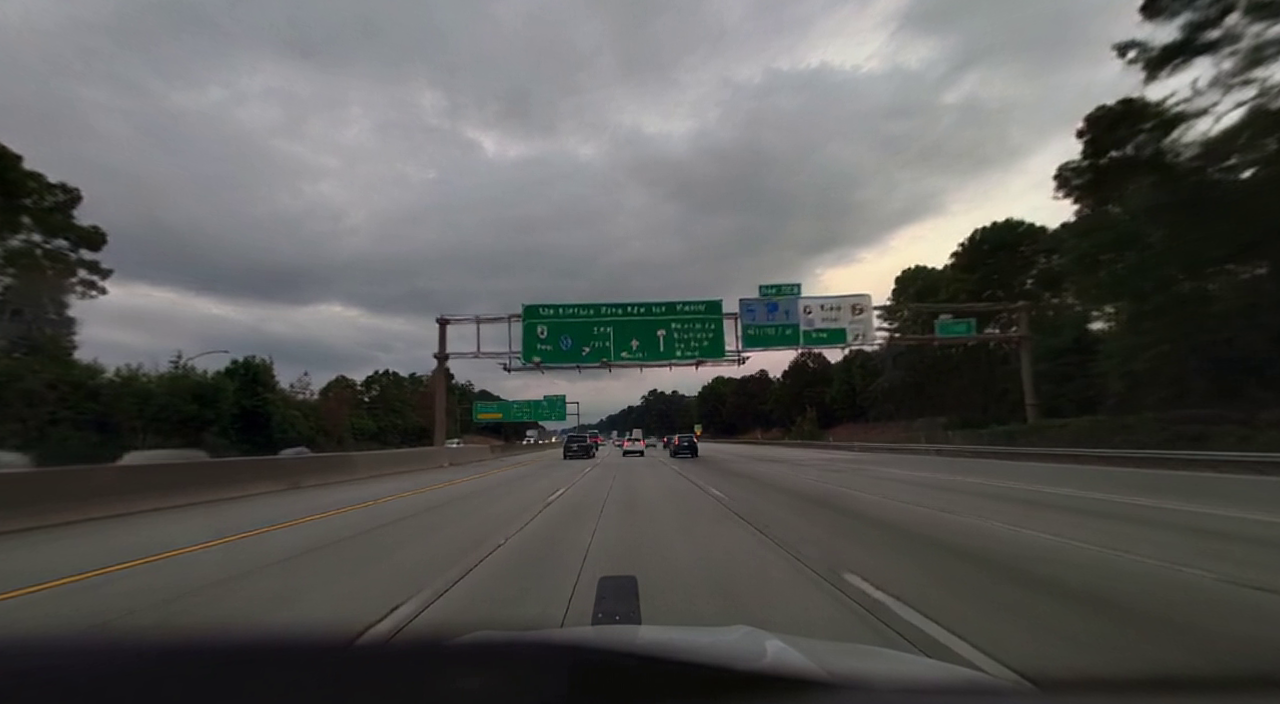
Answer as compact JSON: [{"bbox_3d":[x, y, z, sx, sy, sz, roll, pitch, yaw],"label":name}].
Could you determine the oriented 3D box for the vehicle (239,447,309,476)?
[{"bbox_3d":[-22.014,6.573,37.998,1.814,1.516,4.103,0,-8,0],"label":"vehicle"}]

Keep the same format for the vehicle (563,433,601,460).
[{"bbox_3d":[-3.558,5.878,39.299,2.119,1.629,3.946,0,-8,-2],"label":"vehicle"}]

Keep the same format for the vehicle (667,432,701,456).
[{"bbox_3d":[3.142,6.682,45.739,2.066,1.673,4.225,0,-8,-2],"label":"vehicle"}]

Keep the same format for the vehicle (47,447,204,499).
[{"bbox_3d":[-17.288,4.039,21.448,1.854,1.500,4.150,0,-8,-1],"label":"vehicle"}]
